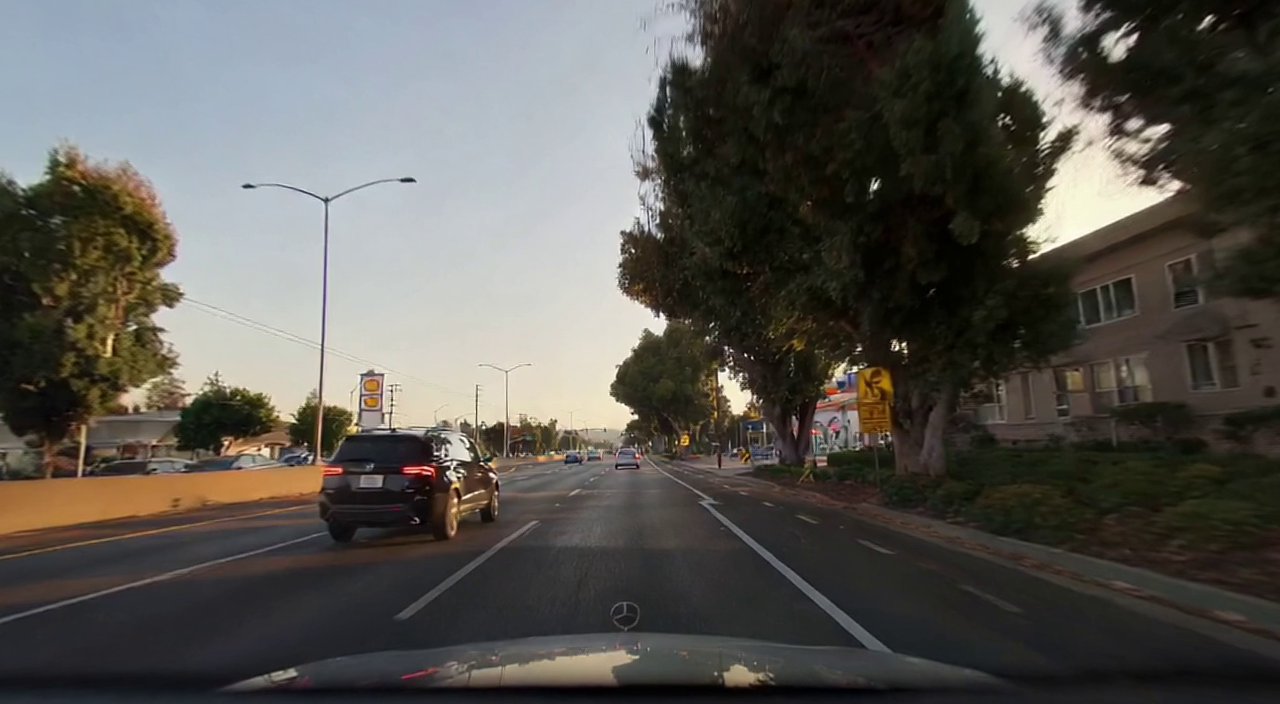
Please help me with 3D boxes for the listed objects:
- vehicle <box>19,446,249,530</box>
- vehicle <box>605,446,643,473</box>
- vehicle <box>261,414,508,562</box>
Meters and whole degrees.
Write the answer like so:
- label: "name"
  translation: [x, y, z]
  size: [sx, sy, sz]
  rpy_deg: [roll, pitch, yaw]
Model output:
- label: "vehicle"
  translation: [-11.652, 3.104, 15.074]
  size: [1.929, 1.525, 4.409]
  rpy_deg: [-4, -8, -1]
- label: "vehicle"
  translation: [-1.000, 6.948, 41.192]
  size: [2.190, 1.662, 4.167]
  rpy_deg: [-1, -8, 3]
- label: "vehicle"
  translation: [-3.567, 1.979, 9.947]
  size: [1.985, 1.772, 4.479]
  rpy_deg: [0, -8, 0]
